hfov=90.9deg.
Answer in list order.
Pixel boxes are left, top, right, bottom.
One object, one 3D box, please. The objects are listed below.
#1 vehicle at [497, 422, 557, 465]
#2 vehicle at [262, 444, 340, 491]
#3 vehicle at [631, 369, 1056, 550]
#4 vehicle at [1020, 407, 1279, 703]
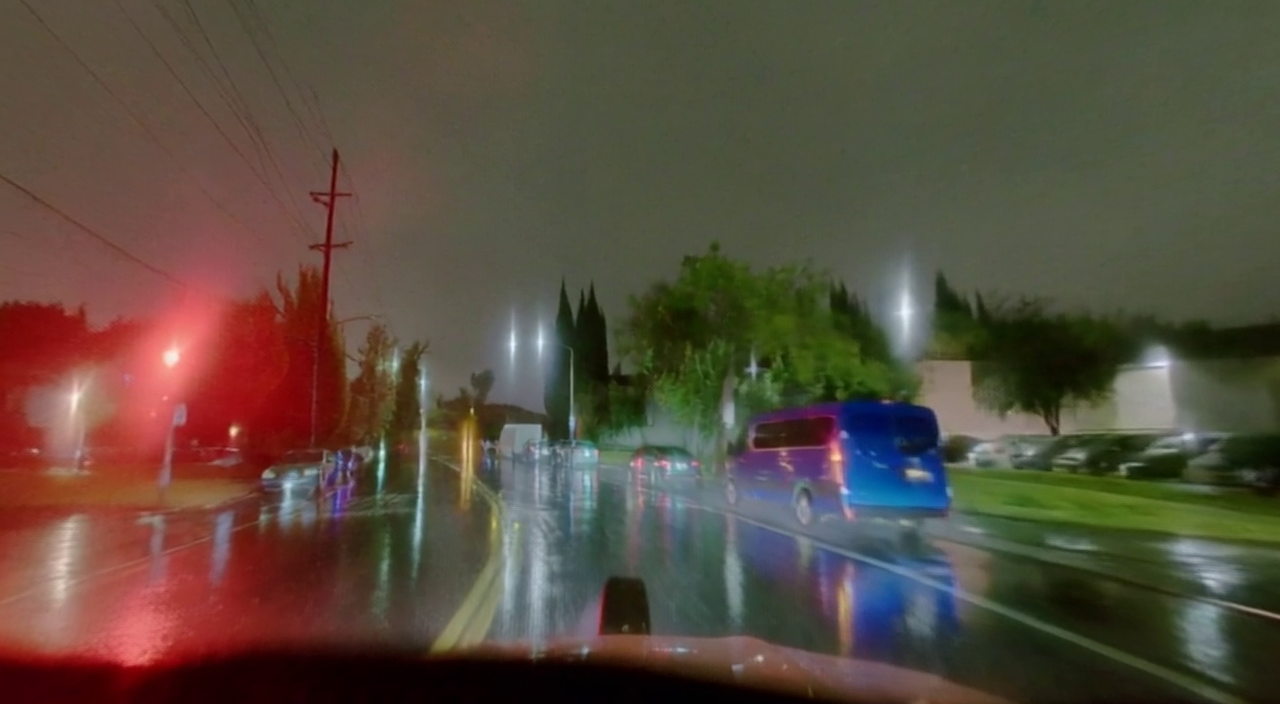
[{"bbox_3d":[-8.521,6.790,46.962,3.089,2.882,6.770,3,-9,-21],"label":"vehicle"},{"bbox_3d":[-12.488,4.234,23.506,1.950,1.489,4.214,2,-8,-20],"label":"vehicle"},{"bbox_3d":[2.607,2.081,12.964,3.041,2.164,10.370,1,-9,-15],"label":"vehicle"},{"bbox_3d":[4.218,0.977,2.856,1.957,1.479,4.554,0,-8,-3],"label":"vehicle"}]
